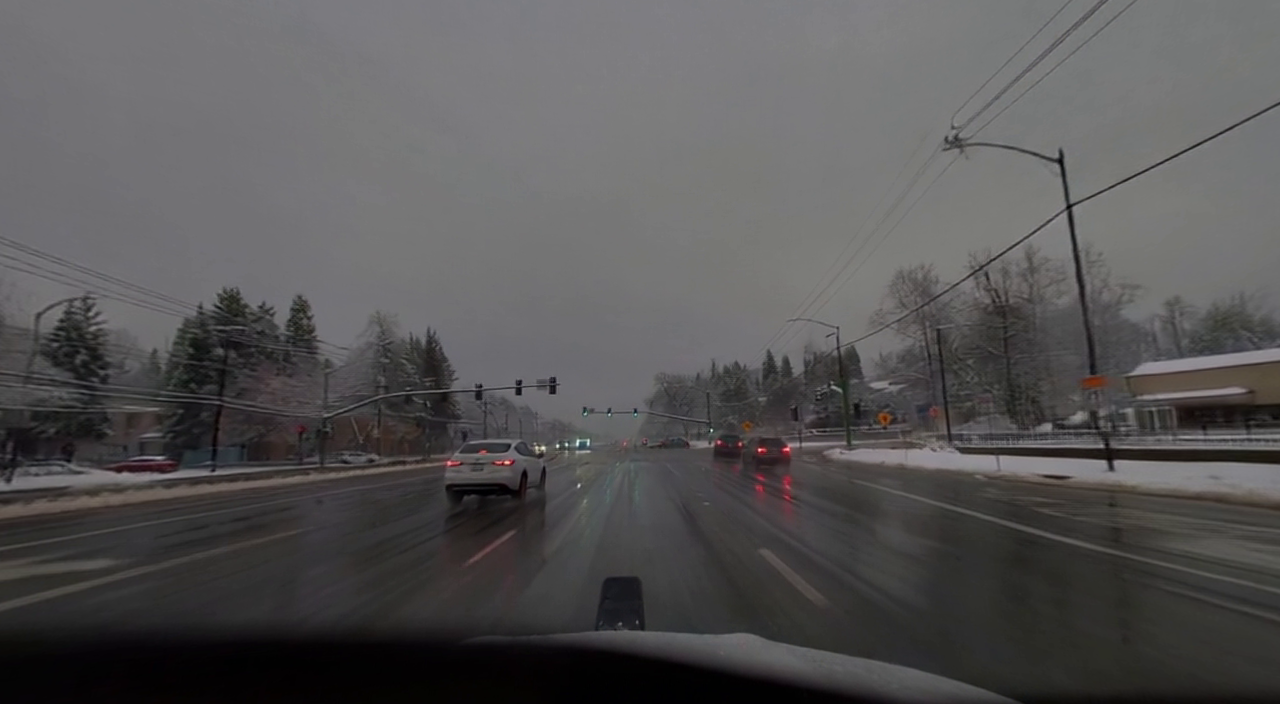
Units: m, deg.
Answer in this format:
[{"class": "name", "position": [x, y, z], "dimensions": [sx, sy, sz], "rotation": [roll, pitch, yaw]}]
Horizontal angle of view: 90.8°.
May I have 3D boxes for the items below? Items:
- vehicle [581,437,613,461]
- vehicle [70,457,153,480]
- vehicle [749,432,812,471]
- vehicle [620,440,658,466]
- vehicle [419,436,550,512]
[{"class": "vehicle", "position": [-3.250, 7.462, 48.724], "dimensions": [2.033, 1.714, 4.278], "rotation": [0, -8, 1]}, {"class": "vehicle", "position": [-40.132, 8.824, 48.019], "dimensions": [4.488, 1.463, 1.905], "rotation": [-2, -8, -5]}, {"class": "vehicle", "position": [6.588, 4.699, 30.097], "dimensions": [1.945, 1.706, 4.190], "rotation": [0, -8, -2]}, {"class": "vehicle", "position": [-0.078, 5.925, 37.085], "dimensions": [2.098, 1.431, 3.958], "rotation": [0, -8, 0]}, {"class": "vehicle", "position": [-3.320, 2.681, 14.434], "dimensions": [1.837, 1.463, 4.311], "rotation": [0, -8, 1]}]
